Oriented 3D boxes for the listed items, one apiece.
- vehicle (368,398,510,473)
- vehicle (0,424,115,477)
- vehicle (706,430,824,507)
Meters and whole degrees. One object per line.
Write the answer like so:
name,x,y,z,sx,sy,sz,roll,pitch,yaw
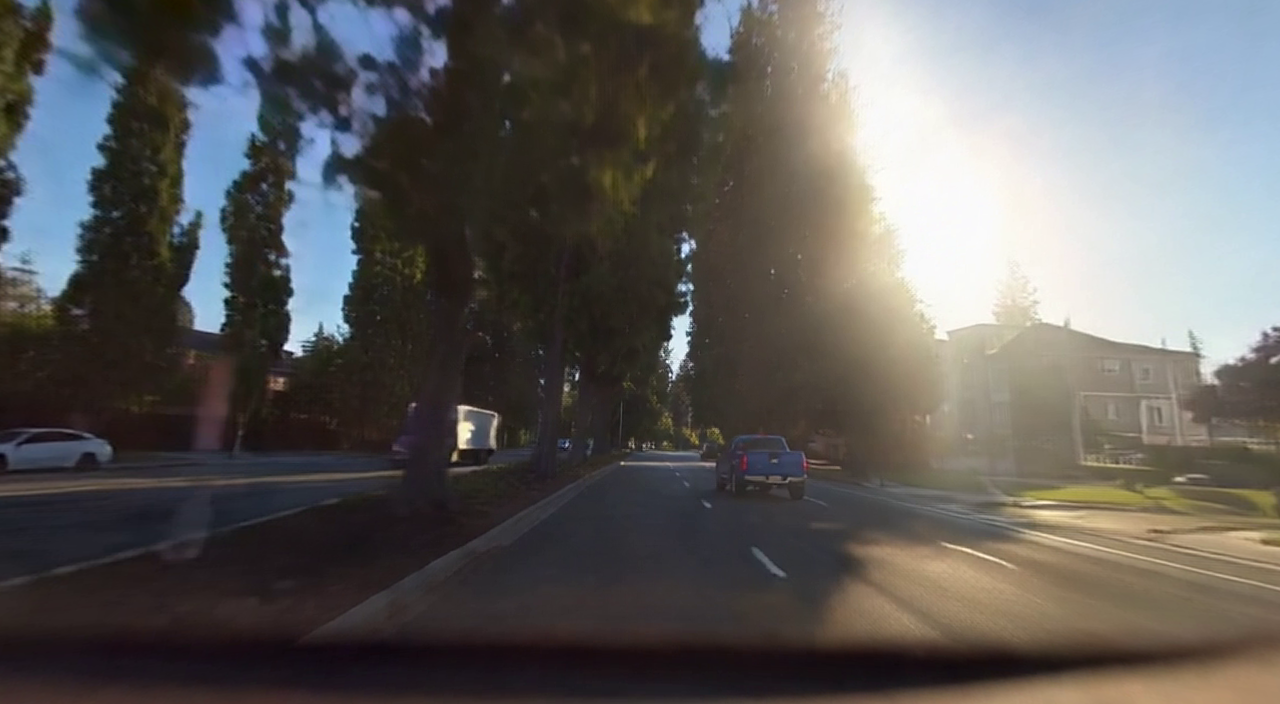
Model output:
vehicle,-8.554,3.857,28.695,3.046,2.782,10.538,0,-8,0
vehicle,-18.913,2.980,19.187,1.908,1.471,4.556,0,-8,-1
vehicle,3.064,2.972,16.570,2.108,1.712,4.616,0,-8,-1
